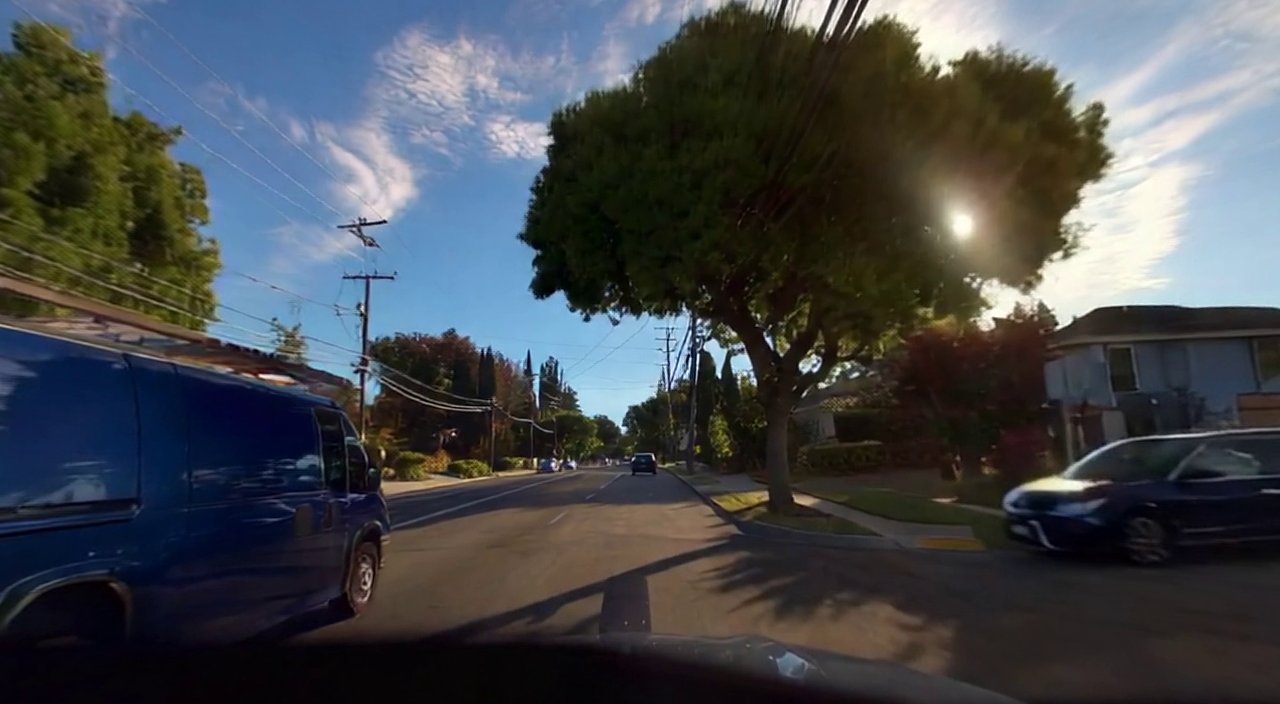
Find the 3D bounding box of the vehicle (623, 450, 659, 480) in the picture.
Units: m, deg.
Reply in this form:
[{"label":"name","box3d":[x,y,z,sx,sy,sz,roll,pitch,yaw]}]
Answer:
[{"label":"vehicle","box3d":[0.075,7.103,39.831,2.120,1.718,3.909,0,-9,1]}]

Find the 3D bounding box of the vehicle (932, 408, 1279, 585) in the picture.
[{"label":"vehicle","box3d":[6.526,1.610,7.540,5.012,1.711,2.457,-5,-8,15]}]

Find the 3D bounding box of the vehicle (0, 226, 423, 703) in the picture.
[{"label":"vehicle","box3d":[-3.431,0.848,3.534,2.336,2.152,5.866,0,-9,0]}]
